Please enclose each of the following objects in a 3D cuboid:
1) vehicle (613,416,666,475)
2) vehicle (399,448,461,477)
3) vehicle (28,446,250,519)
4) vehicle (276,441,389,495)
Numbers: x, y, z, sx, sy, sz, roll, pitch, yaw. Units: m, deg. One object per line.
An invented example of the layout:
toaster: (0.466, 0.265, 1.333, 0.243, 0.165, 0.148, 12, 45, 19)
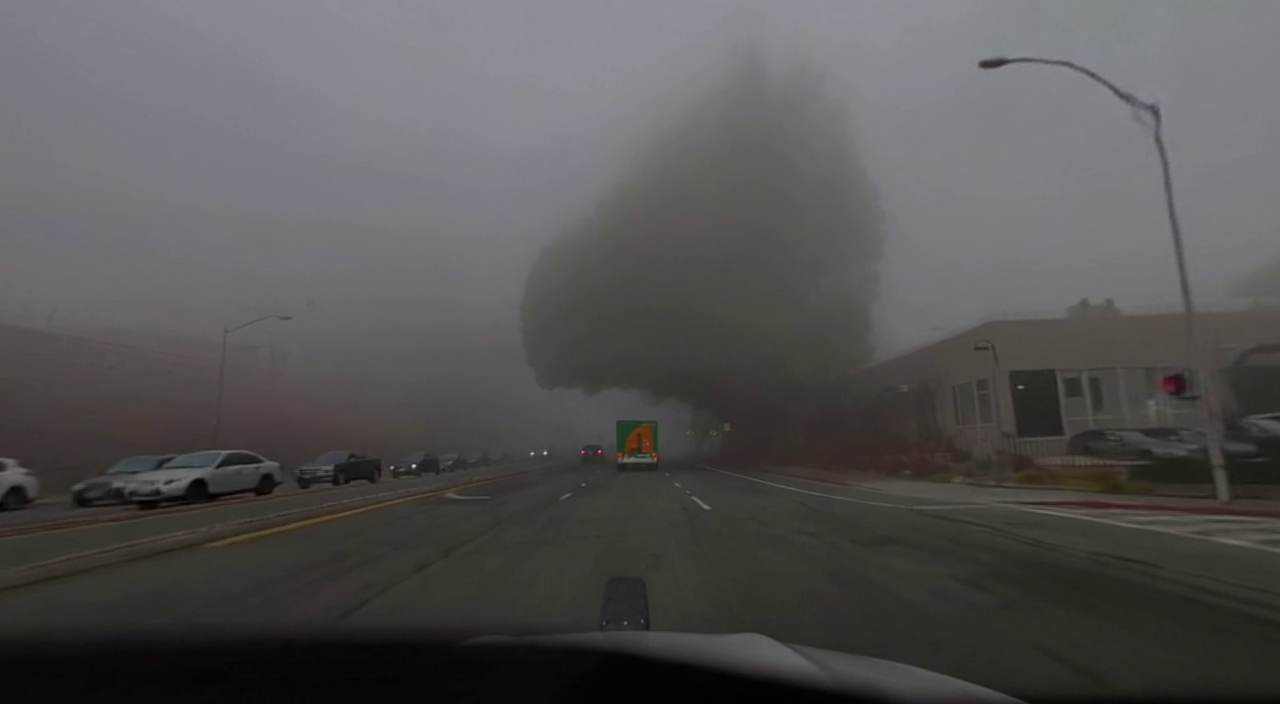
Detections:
vehicle: (-0.167, 5.775, 39.112, 2.843, 3.120, 10.422, 0, -8, -2)
vehicle: (-11.979, 6.303, 36.246, 1.935, 1.467, 4.451, -1, -8, 2)
vehicle: (-12.990, 3.349, 16.880, 1.960, 1.627, 4.784, 0, -8, 1)
vehicle: (-12.475, 4.674, 25.982, 2.068, 1.747, 5.040, -4, -7, 1)
